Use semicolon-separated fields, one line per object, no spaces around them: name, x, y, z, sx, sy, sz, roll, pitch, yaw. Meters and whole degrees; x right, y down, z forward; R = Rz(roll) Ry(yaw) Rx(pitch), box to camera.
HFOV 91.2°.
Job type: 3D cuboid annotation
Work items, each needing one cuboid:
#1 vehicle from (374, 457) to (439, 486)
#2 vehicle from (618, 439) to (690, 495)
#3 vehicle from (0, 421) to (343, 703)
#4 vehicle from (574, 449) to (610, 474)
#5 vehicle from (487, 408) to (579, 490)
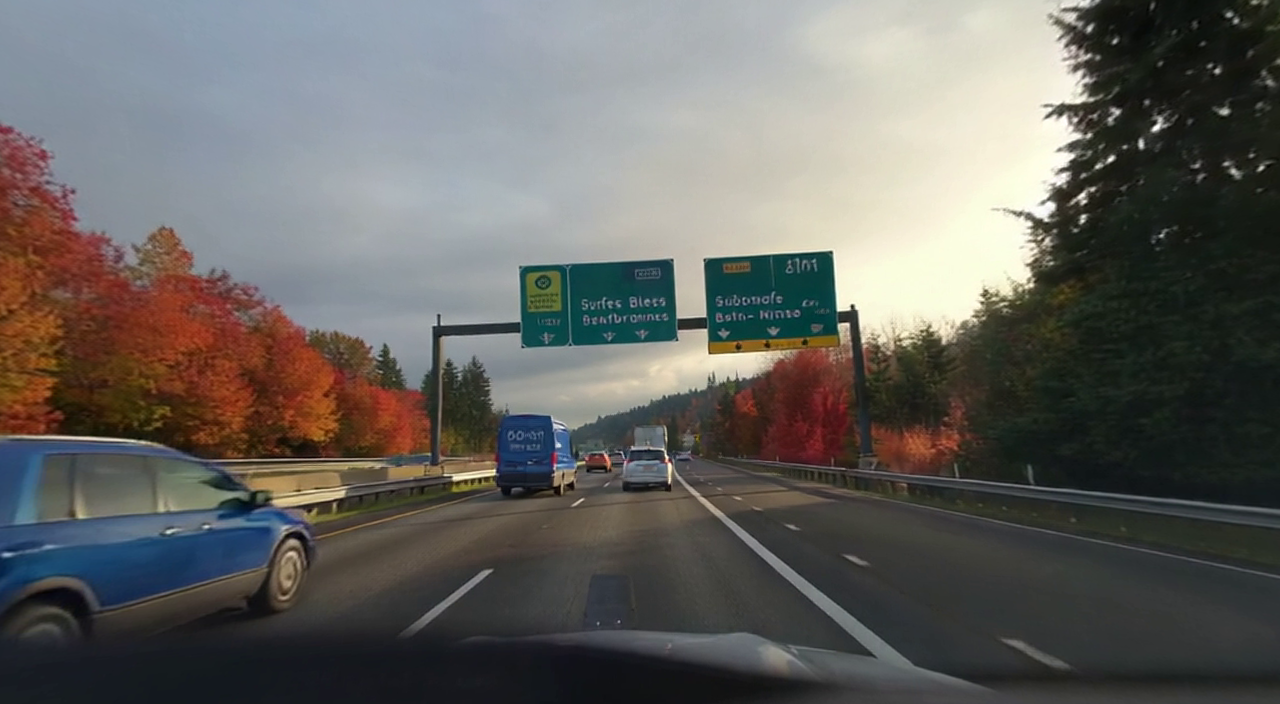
vehicle;-13.863;7.095;37.505;1.980;1.542;4.644;0;-9;2
vehicle;0.476;3.857;21.303;2.195;1.679;4.070;0;-9;1
vehicle;-3.780;1.224;3.795;1.977;1.485;3.973;0;-9;0
vehicle;-3.109;7.233;41.556;2.015;1.496;4.312;0;-9;1
vehicle;-3.797;3.645;23.572;2.275;2.692;5.810;-1;-9;2
